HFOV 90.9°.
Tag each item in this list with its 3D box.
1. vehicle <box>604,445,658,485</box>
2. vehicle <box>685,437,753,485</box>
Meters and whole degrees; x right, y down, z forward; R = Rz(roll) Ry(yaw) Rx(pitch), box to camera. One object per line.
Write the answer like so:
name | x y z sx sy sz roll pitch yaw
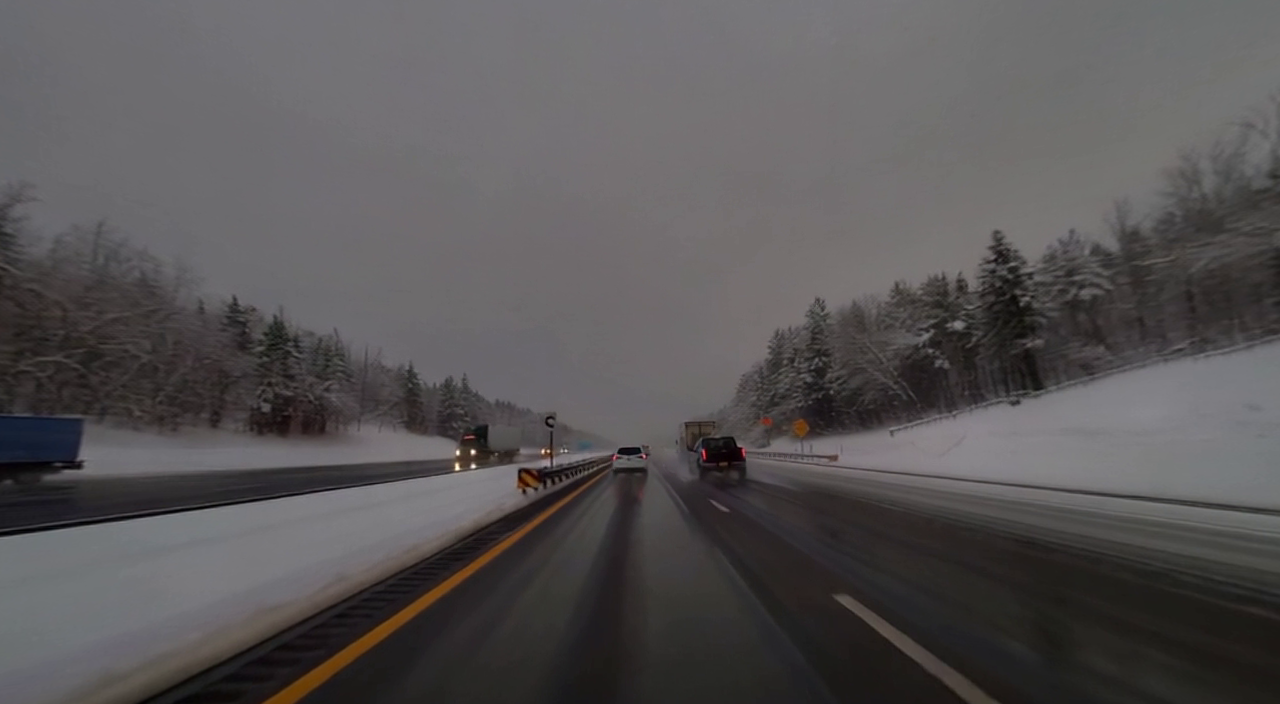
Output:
vehicle | -0.340 4.419 24.932 1.970 1.441 3.846 0 -9 -1
vehicle | 3.033 4.280 25.051 2.048 1.704 4.284 0 -9 -1
